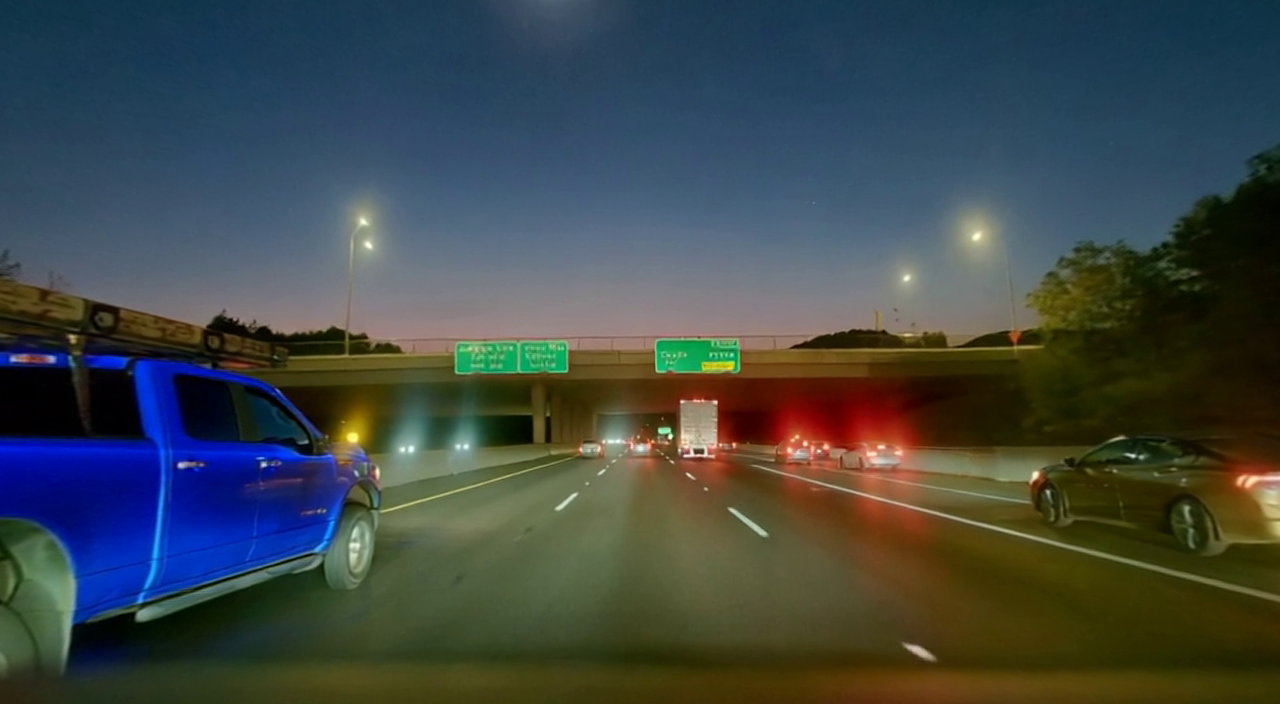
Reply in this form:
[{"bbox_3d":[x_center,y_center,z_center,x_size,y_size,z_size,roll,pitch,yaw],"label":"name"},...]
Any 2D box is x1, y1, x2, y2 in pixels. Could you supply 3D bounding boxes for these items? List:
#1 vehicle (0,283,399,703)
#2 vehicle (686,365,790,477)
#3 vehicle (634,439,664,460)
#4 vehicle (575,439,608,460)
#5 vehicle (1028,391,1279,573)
[{"bbox_3d":[-4.050,0.915,3.868,2.599,2.054,6.288,0,-8,1],"label":"vehicle"},{"bbox_3d":[3.974,3.401,29.135,2.885,4.036,12.891,0,-8,1],"label":"vehicle"},{"bbox_3d":[0.626,7.134,46.364,2.092,1.446,4.092,0,-8,0],"label":"vehicle"},{"bbox_3d":[-3.524,7.192,46.473,2.077,1.446,4.106,0,-8,0],"label":"vehicle"},{"bbox_3d":[7.061,1.441,7.433,1.999,1.700,4.640,0,-8,0],"label":"vehicle"}]
